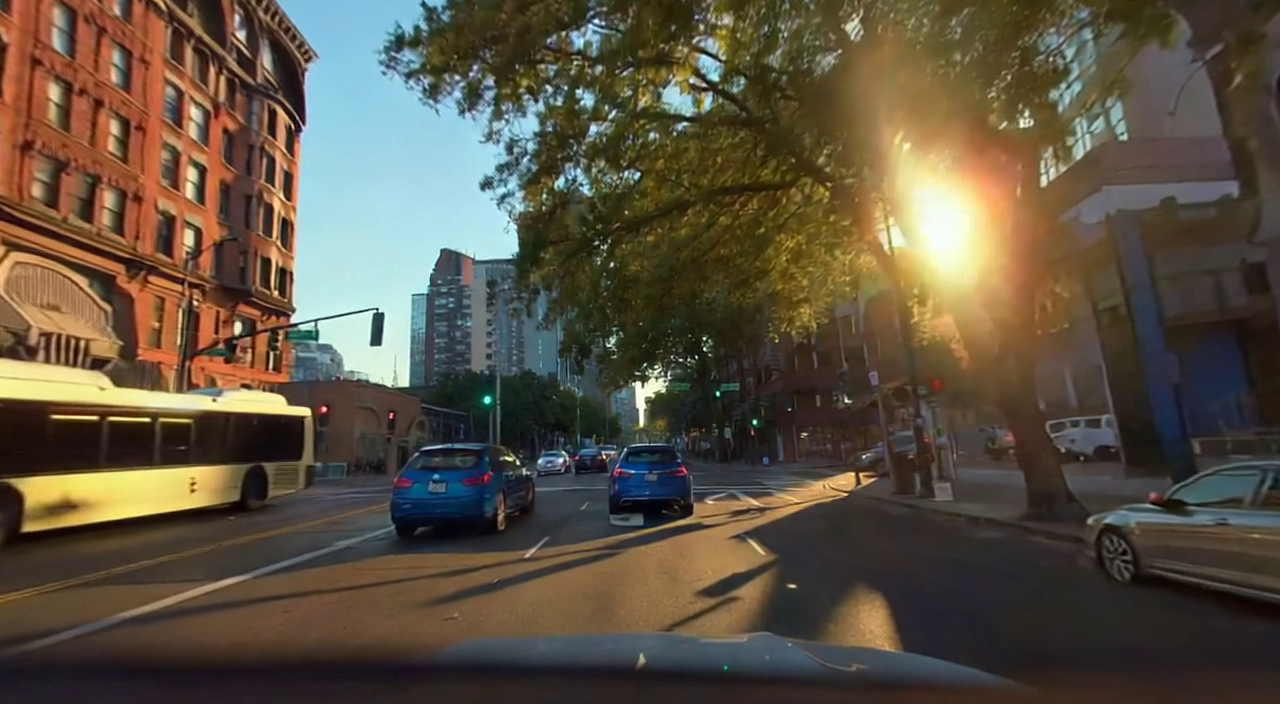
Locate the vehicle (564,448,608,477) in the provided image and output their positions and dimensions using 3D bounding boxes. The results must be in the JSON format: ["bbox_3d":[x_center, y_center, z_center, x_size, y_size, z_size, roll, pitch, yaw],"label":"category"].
[{"bbox_3d":[-3.004,6.246,35.884,2.131,1.486,4.089,0,-9,0],"label":"vehicle"}]

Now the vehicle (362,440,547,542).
[{"bbox_3d":[-3.085,2.410,11.665,1.970,1.492,4.534,0,-9,1],"label":"vehicle"}]

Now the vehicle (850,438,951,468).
[{"bbox_3d":[16.407,6.408,39.927,5.345,1.811,2.175,0,-9,-1],"label":"vehicle"}]

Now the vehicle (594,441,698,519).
[{"bbox_3d":[0.085,2.750,14.041,2.022,1.481,3.564,0,-9,-1],"label":"vehicle"}]

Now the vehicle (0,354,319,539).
[{"bbox_3d":[-13.178,2.408,15.956,3.071,3.337,13.201,0,-9,1],"label":"vehicle"}]

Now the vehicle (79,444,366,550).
[{"bbox_3d":[-7.058,2.450,11.464,1.974,1.503,4.594,0,-9,1],"label":"vehicle"}]

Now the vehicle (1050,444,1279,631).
[{"bbox_3d":[5.973,1.519,5.361,1.873,1.453,4.579,0,-9,0],"label":"vehicle"}]
